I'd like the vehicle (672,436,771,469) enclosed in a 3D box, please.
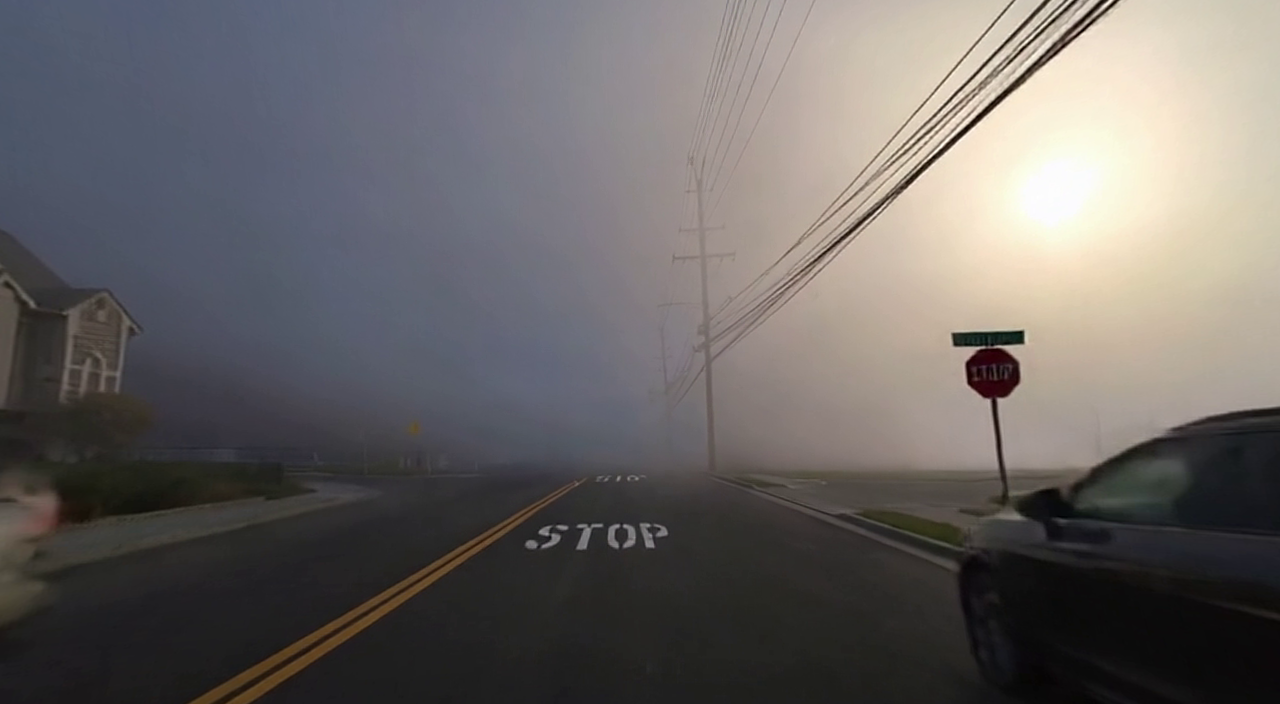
[{"bbox_3d":[4.965,6.198,38.773,5.578,1.842,2.300,3,-9,-12],"label":"vehicle"}]

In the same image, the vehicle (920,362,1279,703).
[{"bbox_3d":[2.715,0.771,1.483,2.080,1.531,4.415,0,-8,0],"label":"vehicle"}]

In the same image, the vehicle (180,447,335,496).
[{"bbox_3d":[-13.157,4.117,21.954,4.146,1.535,1.862,0,-8,-3],"label":"vehicle"}]
